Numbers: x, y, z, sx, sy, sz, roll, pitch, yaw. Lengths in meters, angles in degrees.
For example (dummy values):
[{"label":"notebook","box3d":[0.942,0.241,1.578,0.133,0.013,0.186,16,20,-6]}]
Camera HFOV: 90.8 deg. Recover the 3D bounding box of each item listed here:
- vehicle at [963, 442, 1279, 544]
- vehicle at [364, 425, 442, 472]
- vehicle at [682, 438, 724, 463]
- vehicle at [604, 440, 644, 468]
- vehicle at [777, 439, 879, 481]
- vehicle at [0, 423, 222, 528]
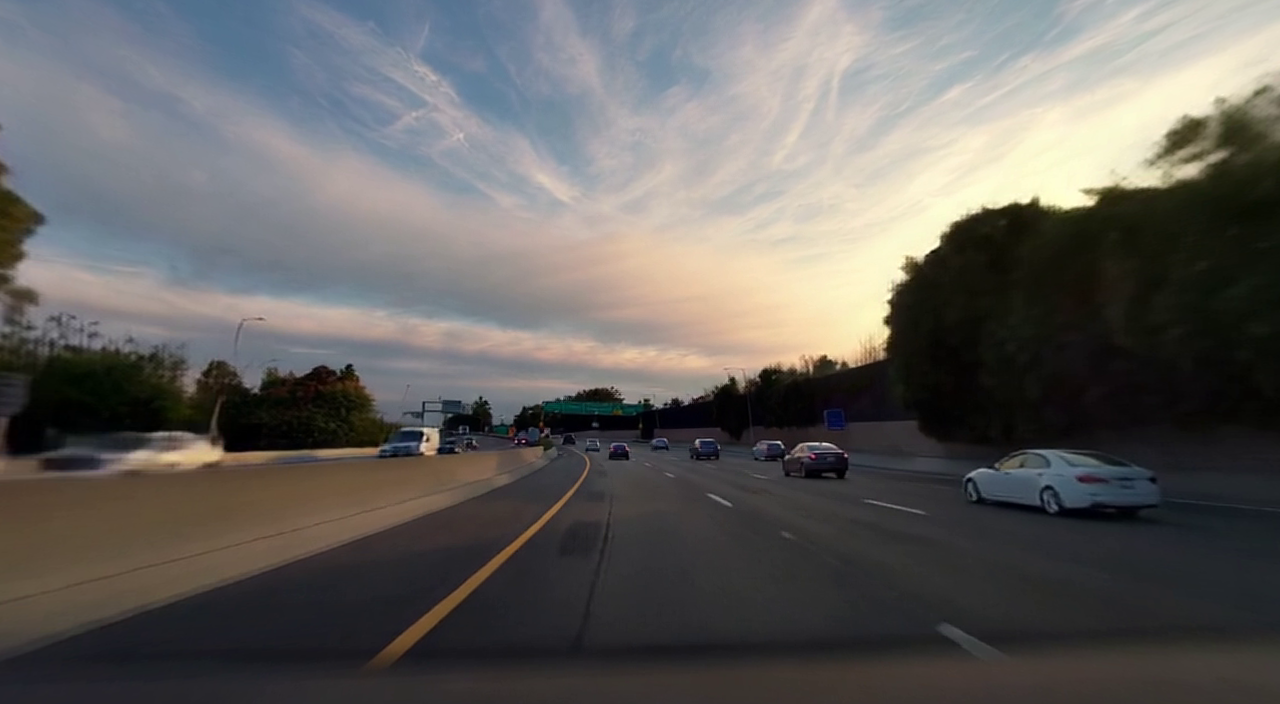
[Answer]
[{"label":"vehicle","box3d":[7.949,2.298,11.056,2.042,1.390,4.386,1,-9,-4]},{"label":"vehicle","box3d":[-10.528,4.342,28.422,2.064,1.918,4.078,0,-9,-3]},{"label":"vehicle","box3d":[4.210,6.702,42.998,2.094,1.652,3.955,1,-9,-5]},{"label":"vehicle","box3d":[-0.985,5.824,36.183,2.090,1.510,4.280,1,-9,-4]},{"label":"vehicle","box3d":[7.290,4.265,25.150,2.196,1.494,4.735,1,-9,-6]},{"label":"vehicle","box3d":[-9.670,2.047,10.995,1.844,1.451,4.488,0,-9,-3]}]
